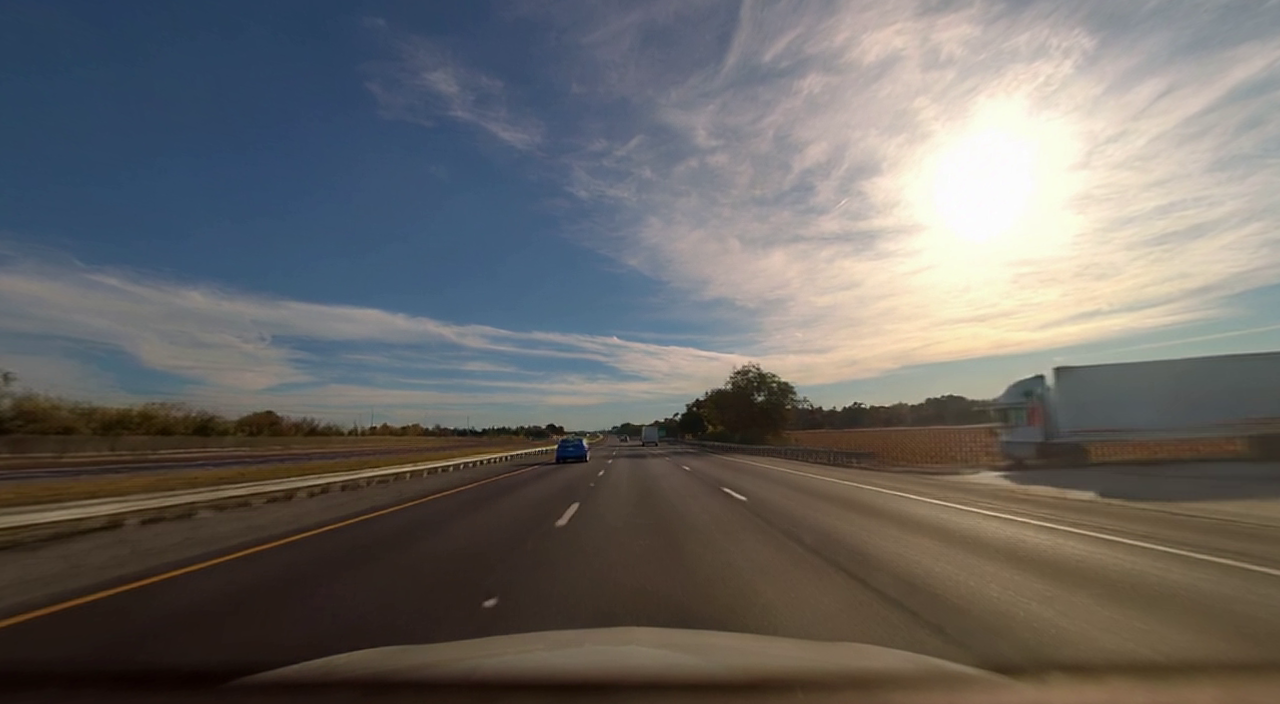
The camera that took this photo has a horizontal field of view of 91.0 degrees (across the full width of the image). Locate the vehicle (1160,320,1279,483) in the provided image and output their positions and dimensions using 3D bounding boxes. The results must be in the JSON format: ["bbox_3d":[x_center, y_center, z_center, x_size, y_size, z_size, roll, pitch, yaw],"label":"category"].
[{"bbox_3d":[17.307,1.207,14.620,2.909,4.017,8.582,4,-6,-3],"label":"vehicle"}]

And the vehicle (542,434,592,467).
[{"bbox_3d":[-3.823,5.221,33.654,2.206,1.604,4.374,0,-8,0],"label":"vehicle"}]

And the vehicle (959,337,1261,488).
[{"bbox_3d":[16.525,2.383,23.880,2.935,4.242,10.799,4,-7,-2],"label":"vehicle"}]
